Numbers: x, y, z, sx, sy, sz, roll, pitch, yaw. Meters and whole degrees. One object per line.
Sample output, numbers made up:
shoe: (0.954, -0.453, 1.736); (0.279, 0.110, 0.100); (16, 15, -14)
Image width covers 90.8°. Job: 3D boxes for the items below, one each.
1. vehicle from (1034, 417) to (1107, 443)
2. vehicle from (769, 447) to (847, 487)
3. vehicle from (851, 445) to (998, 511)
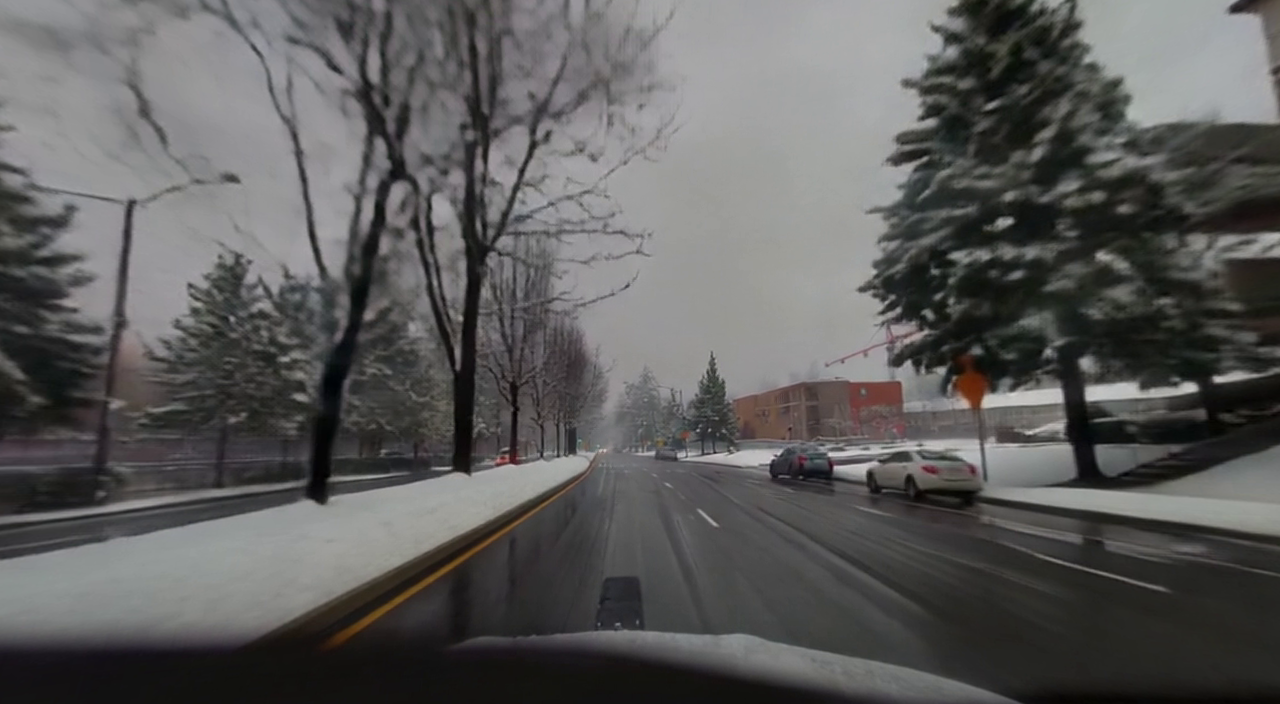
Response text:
vehicle: (32.156, 5.882, 47.382); (1.829, 1.713, 4.519); (-1, -8, -7)
vehicle: (7.797, 5.365, 29.775); (1.977, 1.540, 4.307); (7, -9, -7)
vehicle: (7.995, 3.531, 18.314); (1.974, 1.472, 4.654); (6, -9, -2)
